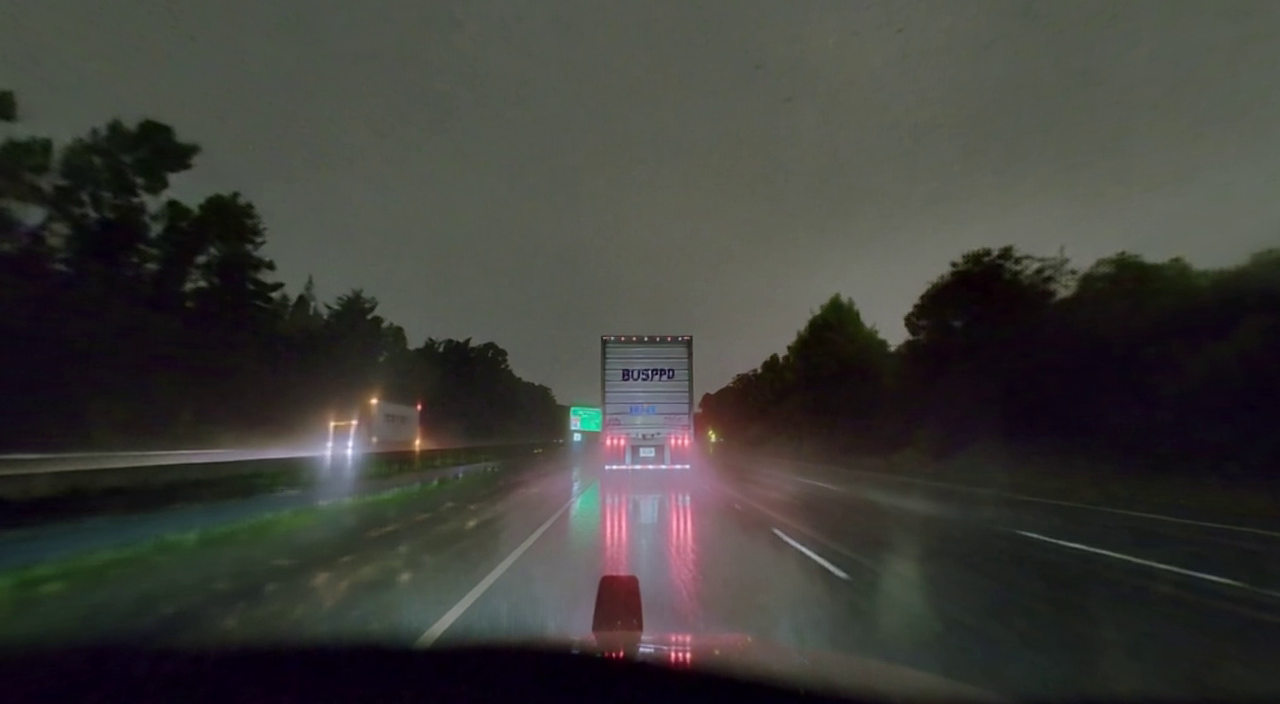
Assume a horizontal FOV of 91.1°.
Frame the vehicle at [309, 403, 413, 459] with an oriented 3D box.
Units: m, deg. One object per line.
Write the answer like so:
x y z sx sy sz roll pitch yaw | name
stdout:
-15.339 4.441 35.207 2.644 2.823 6.810 0 -8 0 | vehicle

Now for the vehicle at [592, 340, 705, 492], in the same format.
0.132 2.200 20.553 2.870 3.911 8.697 0 -8 -1 | vehicle
